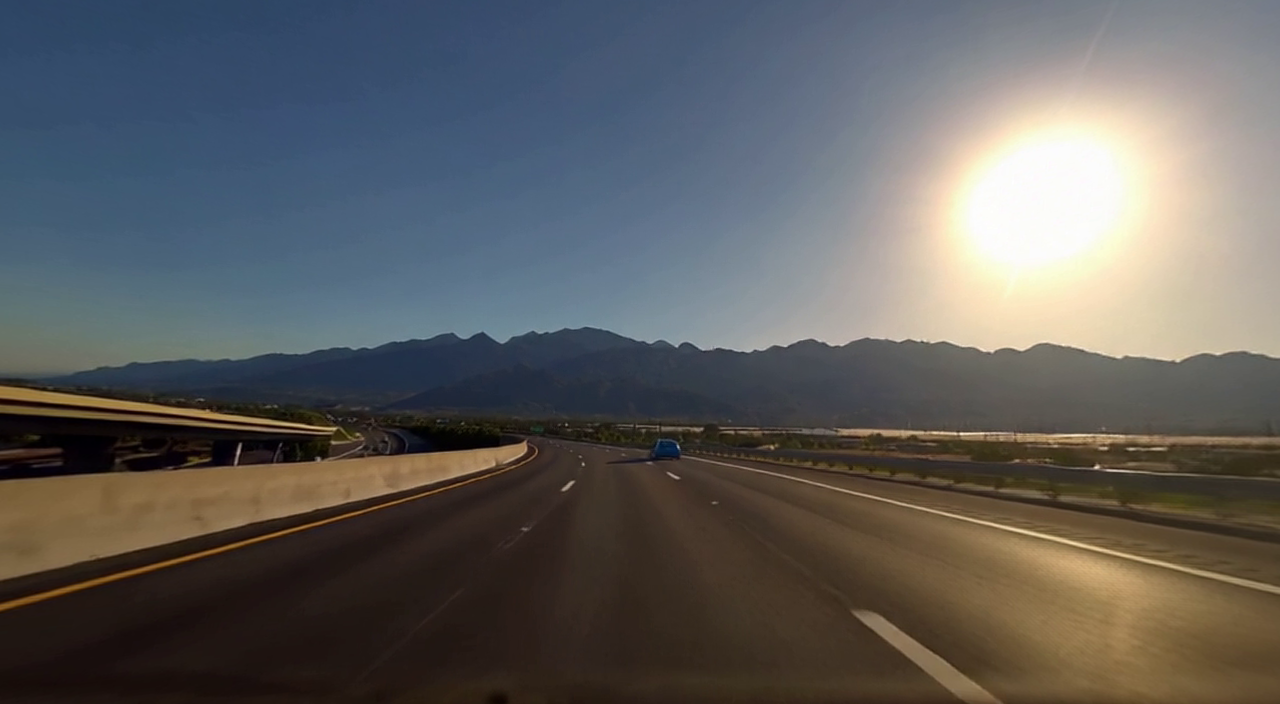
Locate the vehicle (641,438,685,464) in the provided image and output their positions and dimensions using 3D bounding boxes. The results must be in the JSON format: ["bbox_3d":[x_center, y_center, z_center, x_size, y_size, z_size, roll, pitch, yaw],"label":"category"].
[{"bbox_3d":[1.278,5.792,36.986,1.985,1.440,4.466,1,-8,-6],"label":"vehicle"}]
